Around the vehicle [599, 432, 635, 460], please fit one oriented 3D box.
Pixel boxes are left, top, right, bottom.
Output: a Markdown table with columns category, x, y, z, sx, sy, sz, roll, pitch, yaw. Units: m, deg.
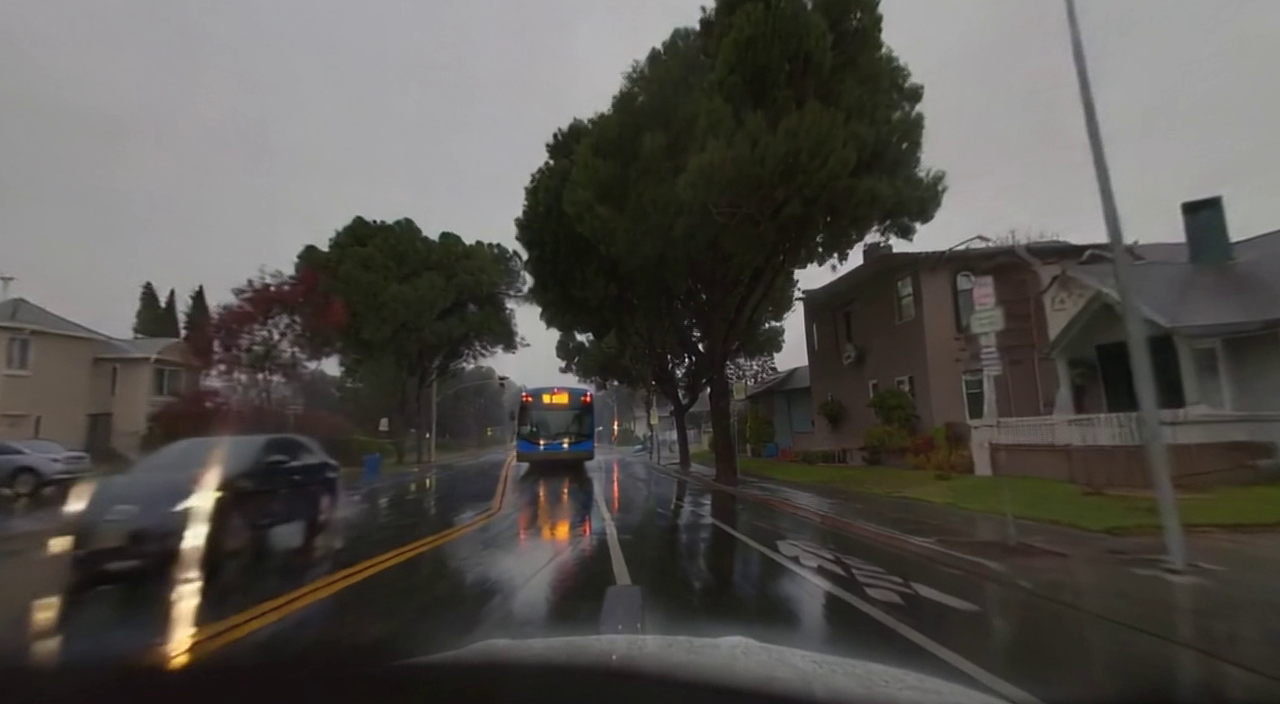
| category | x | y | z | sx | sy | sz | roll | pitch | yaw |
| --- | --- | --- | --- | --- | --- | --- | --- | --- | --- |
| vehicle | -1.570 | 6.204 | 41.848 | 2.097 | 1.675 | 3.905 | 3 | -8 | -4 |

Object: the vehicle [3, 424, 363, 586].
| category | x | y | z | sx | sy | sz | roll | pitch | yaw |
| --- | --- | --- | --- | --- | --- | --- | --- | --- | --- |
| vehicle | -5.405 | 1.805 | 8.368 | 1.925 | 1.489 | 4.235 | -1 | -8 | -6 |

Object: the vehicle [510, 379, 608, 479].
| category | x | y | z | sx | sy | sz | roll | pitch | yaw |
| --- | --- | --- | --- | --- | --- | --- | --- | --- | --- |
| vehicle | -3.114 | 3.477 | 27.589 | 3.031 | 3.200 | 13.052 | 3 | -8 | -3 |
